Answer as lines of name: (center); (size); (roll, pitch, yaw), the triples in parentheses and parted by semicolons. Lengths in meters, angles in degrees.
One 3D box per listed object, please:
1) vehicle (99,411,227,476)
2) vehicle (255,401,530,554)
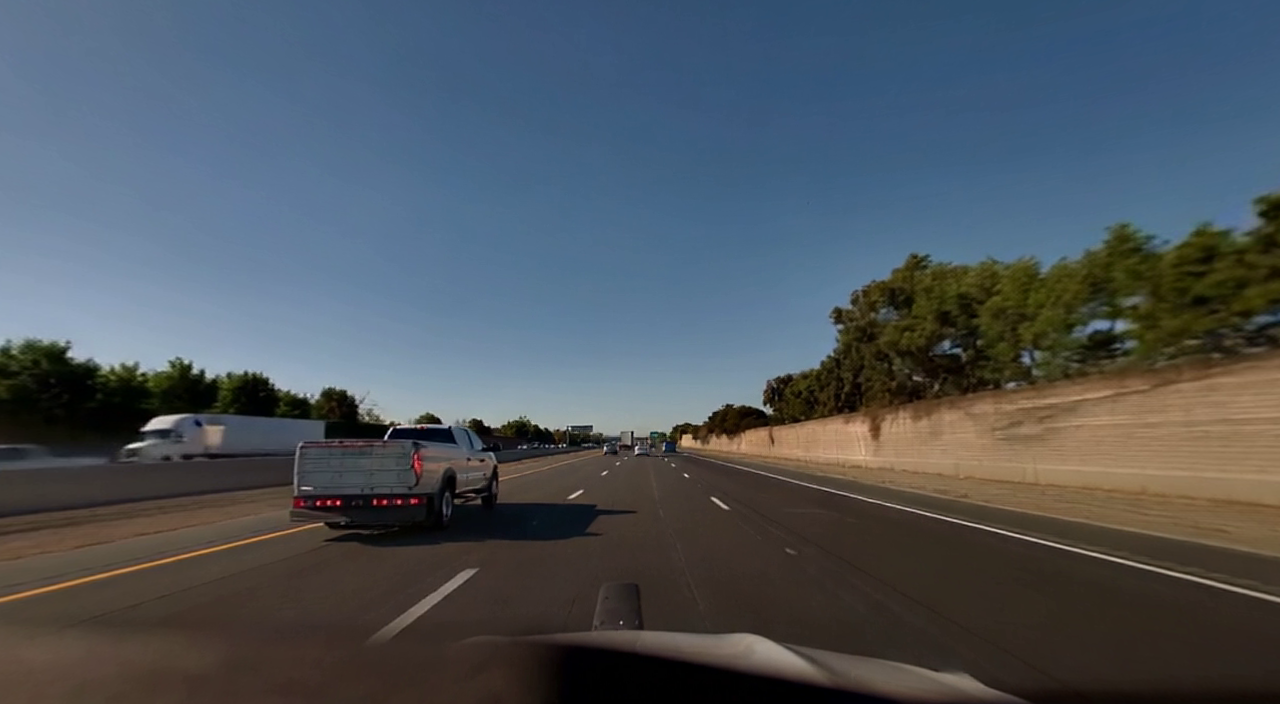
vehicle: (-32.159, 6.219, 42.933); (3.210, 4.059, 6.683); (0, -8, 1)
vehicle: (-3.625, 1.992, 10.798); (2.379, 1.918, 5.504); (0, -8, 1)
